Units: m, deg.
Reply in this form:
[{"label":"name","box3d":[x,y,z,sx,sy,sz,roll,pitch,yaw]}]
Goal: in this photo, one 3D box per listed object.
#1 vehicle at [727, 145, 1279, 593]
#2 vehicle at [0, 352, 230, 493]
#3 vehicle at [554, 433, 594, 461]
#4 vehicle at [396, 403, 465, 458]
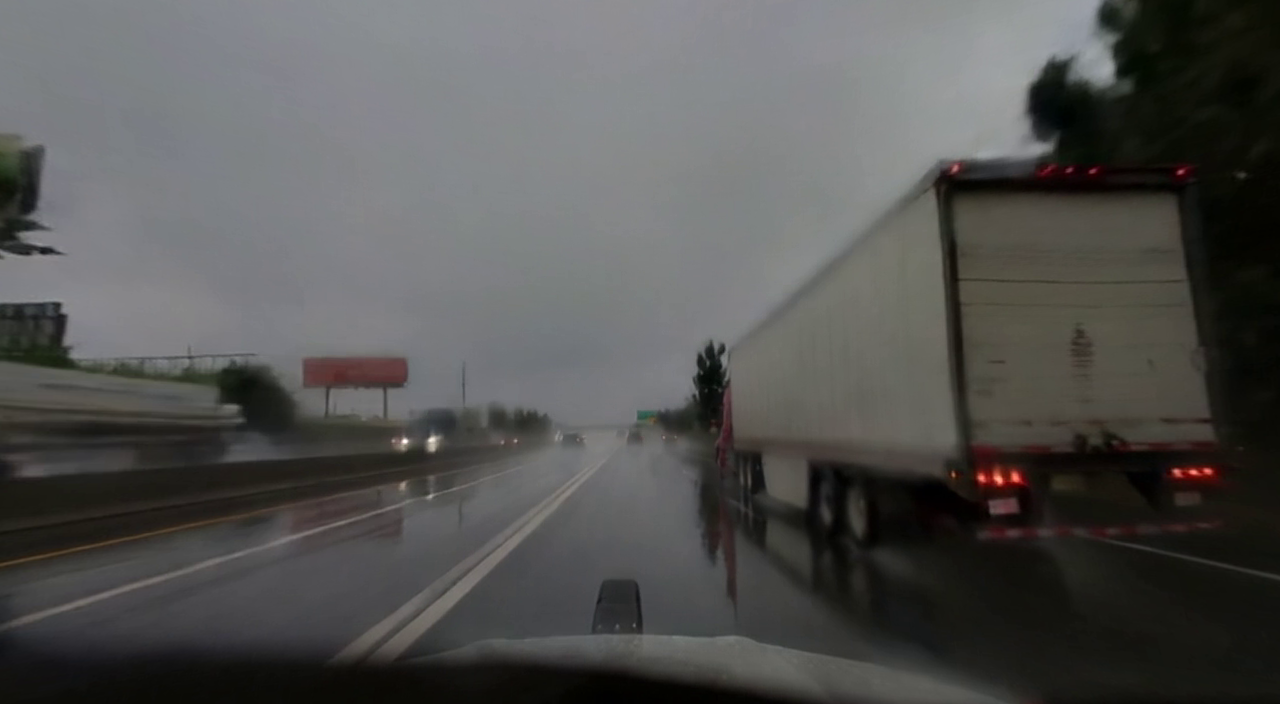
[{"label":"vehicle","box3d":[3.944,0.806,10.993,2.871,3.815,11.331,0,-8,-2]},{"label":"vehicle","box3d":[-20.190,2.516,21.778,2.843,4.105,13.825,0,-8,-1]},{"label":"vehicle","box3d":[-3.646,5.322,35.528,1.930,1.484,3.849,0,-8,-1]},{"label":"vehicle","box3d":[-15.668,5.980,47.656,3.132,3.881,5.928,0,-8,-1]}]
